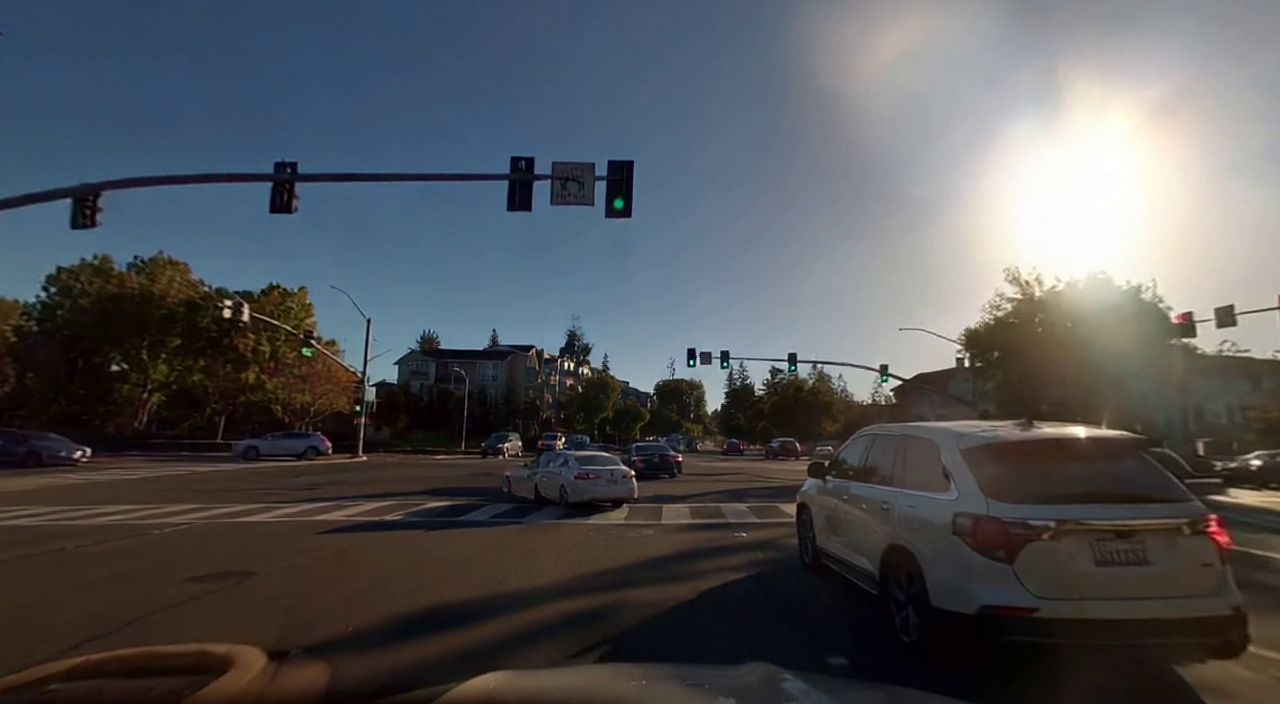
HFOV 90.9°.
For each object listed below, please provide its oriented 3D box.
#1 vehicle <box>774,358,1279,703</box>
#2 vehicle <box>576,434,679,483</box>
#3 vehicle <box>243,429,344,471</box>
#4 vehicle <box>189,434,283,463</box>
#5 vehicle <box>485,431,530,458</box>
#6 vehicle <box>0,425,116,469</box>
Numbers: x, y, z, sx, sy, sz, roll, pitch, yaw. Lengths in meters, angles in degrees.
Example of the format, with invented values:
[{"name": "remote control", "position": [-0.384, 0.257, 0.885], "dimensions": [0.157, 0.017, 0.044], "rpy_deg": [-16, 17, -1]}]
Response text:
[{"name": "vehicle", "position": [2.724, 1.235, 5.292], "dimensions": [2.115, 1.737, 4.642], "rpy_deg": [0, -8, -1]}, {"name": "vehicle", "position": [-0.549, 3.657, 21.925], "dimensions": [2.009, 1.480, 4.423], "rpy_deg": [4, -9, -24]}, {"name": "vehicle", "position": [-15.336, 4.321, 27.872], "dimensions": [4.020, 1.705, 2.099], "rpy_deg": [-5, -10, 32]}, {"name": "vehicle", "position": [-22.287, 5.373, 34.882], "dimensions": [3.979, 1.457, 1.795], "rpy_deg": [0, -10, 6]}, {"name": "vehicle", "position": [-9.981, 7.057, 47.963], "dimensions": [2.190, 1.978, 4.575], "rpy_deg": [0, -8, 3]}, {"name": "vehicle", "position": [-26.641, 4.245, 28.255], "dimensions": [4.365, 1.629, 2.004], "rpy_deg": [4, -8, 1]}]
